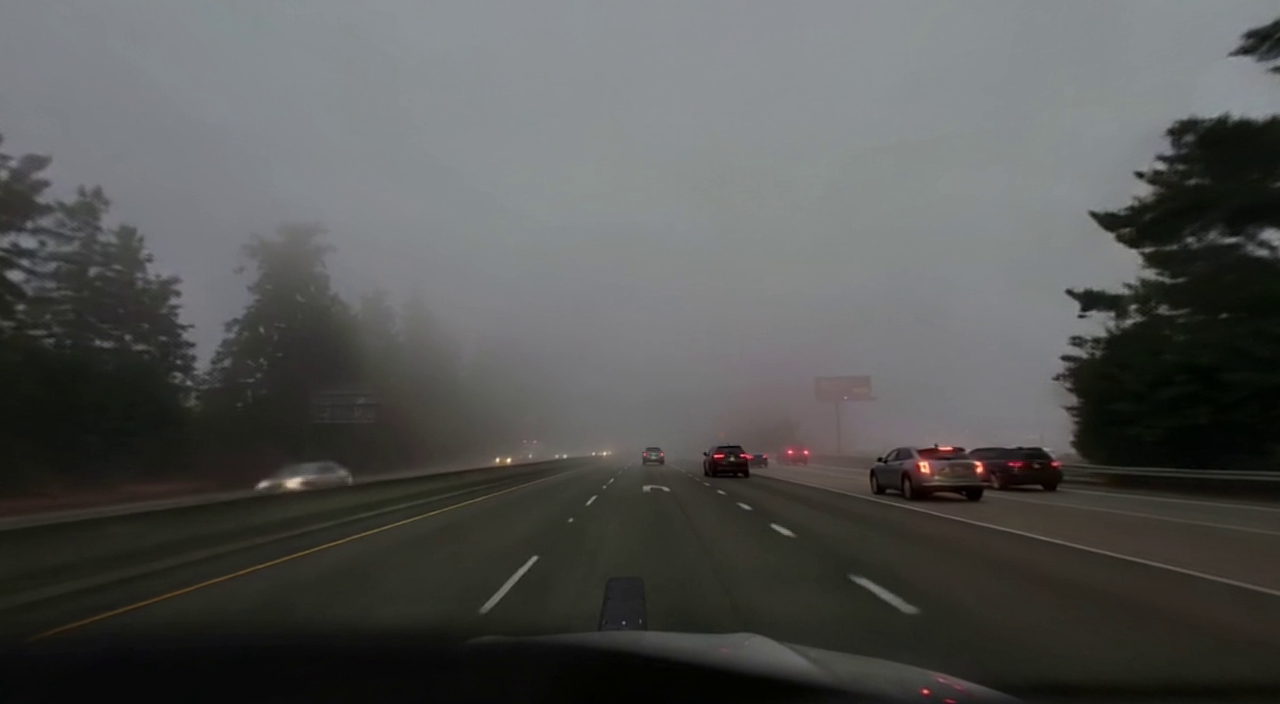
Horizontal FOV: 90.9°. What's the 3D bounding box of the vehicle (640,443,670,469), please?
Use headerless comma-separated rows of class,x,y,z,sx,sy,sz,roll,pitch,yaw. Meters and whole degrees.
vehicle,1.043,7.731,47.233,2.145,1.832,4.004,0,-8,0

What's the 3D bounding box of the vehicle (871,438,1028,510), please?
vehicle,7.615,3.005,16.103,1.807,1.558,4.352,0,-8,0

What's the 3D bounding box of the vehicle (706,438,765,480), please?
vehicle,4.526,5.149,30.639,2.075,1.845,4.667,0,-8,-1

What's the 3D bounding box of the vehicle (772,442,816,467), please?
vehicle,11.519,7.663,47.465,2.028,1.801,4.503,0,-8,-1

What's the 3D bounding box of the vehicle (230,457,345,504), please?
vehicle,-13.903,5.058,25.256,1.890,1.559,4.509,-1,-8,2
